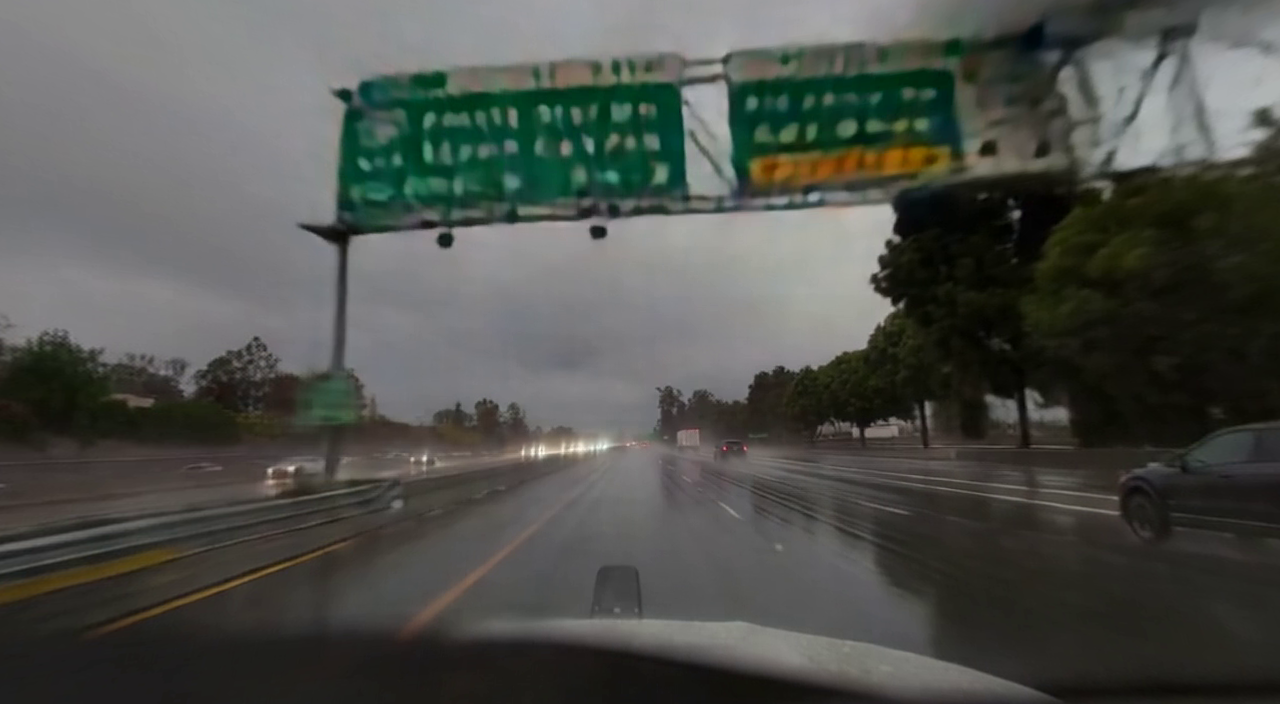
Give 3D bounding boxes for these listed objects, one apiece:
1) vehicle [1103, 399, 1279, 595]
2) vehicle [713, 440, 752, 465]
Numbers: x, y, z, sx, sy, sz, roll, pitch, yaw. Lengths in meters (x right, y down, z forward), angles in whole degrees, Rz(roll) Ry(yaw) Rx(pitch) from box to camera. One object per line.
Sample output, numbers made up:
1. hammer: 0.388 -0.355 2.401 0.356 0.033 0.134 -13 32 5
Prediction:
1. vehicle: 6.533 1.174 4.969 2.052 1.660 4.837 0 -9 -1
2. vehicle: 6.490 7.076 44.624 2.030 1.706 4.279 0 -9 -1
